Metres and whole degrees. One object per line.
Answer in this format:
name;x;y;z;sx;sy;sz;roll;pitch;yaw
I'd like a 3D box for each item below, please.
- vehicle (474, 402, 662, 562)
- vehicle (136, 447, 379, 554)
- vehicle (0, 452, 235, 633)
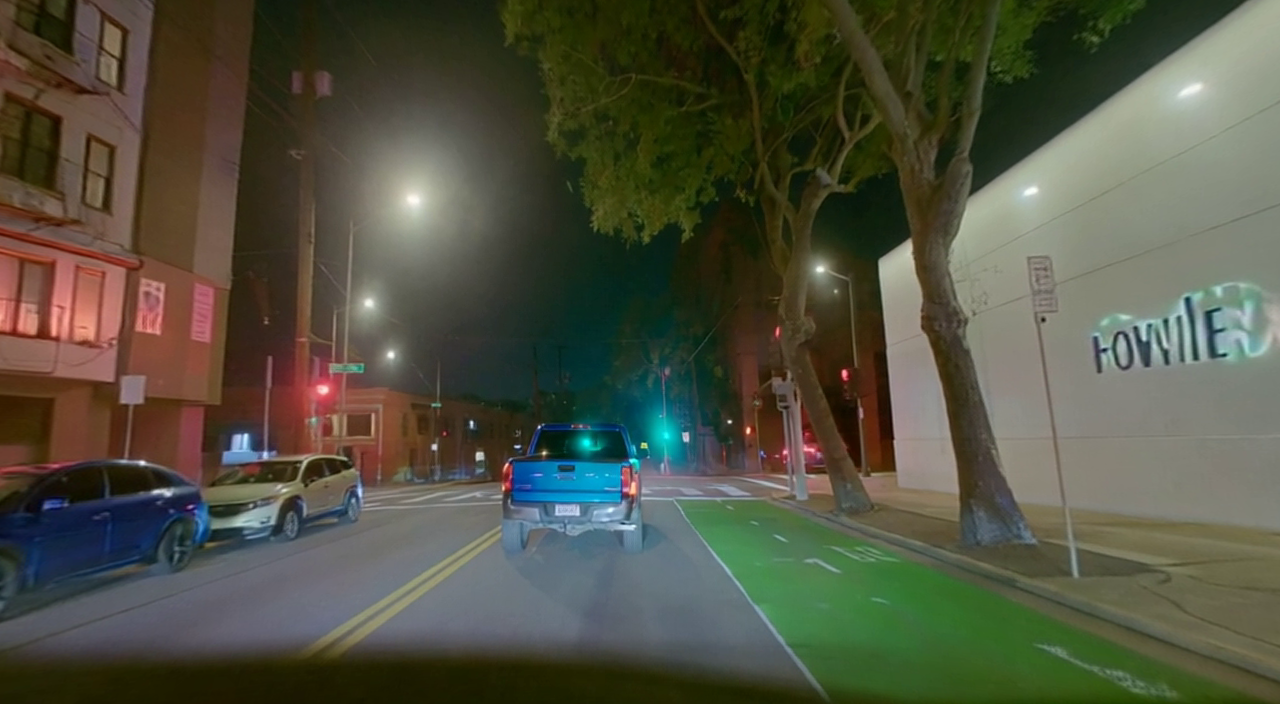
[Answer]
vehicle;-0.831;1.884;9.881;2.215;1.882;4.611;0;-8;1
vehicle;-7.434;2.865;13.122;1.884;1.730;5.076;0;-8;0
vehicle;-7.162;2.065;7.461;1.882;1.686;4.489;0;-8;-2
